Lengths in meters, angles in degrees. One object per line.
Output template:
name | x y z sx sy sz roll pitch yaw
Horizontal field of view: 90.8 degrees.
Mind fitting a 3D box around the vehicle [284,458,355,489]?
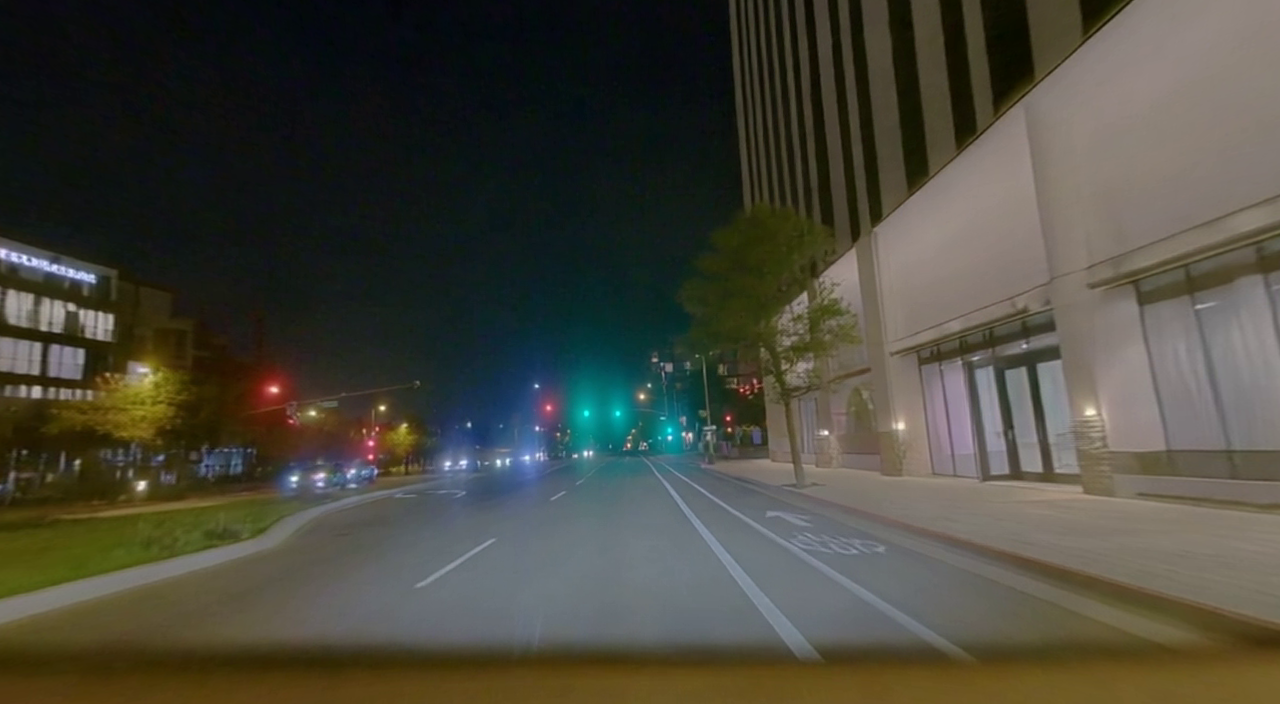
vehicle | -19.926 7.548 39.456 2.223 1.728 4.250 0 -9 -1
